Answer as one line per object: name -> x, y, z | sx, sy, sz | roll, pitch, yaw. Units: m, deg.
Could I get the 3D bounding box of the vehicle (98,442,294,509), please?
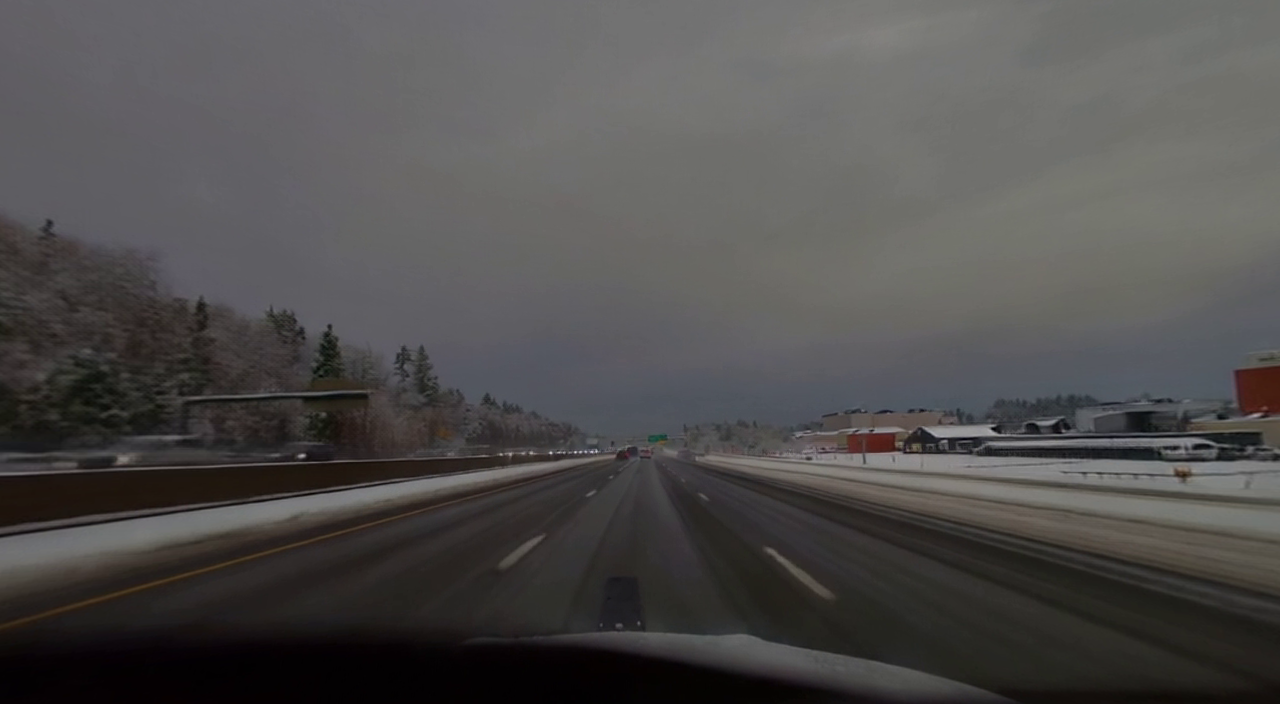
vehicle -> -10.936, 3.045, 15.989 | 1.930, 1.455, 4.135 | 0, -9, 1

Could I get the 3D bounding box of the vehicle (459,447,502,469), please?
vehicle -> -11.821, 7.851, 46.941 | 2.035, 1.512, 4.336 | -1, -9, 1

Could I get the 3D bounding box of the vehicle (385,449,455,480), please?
vehicle -> -11.089, 5.673, 32.062 | 1.920, 1.428, 4.416 | 0, -9, 1
